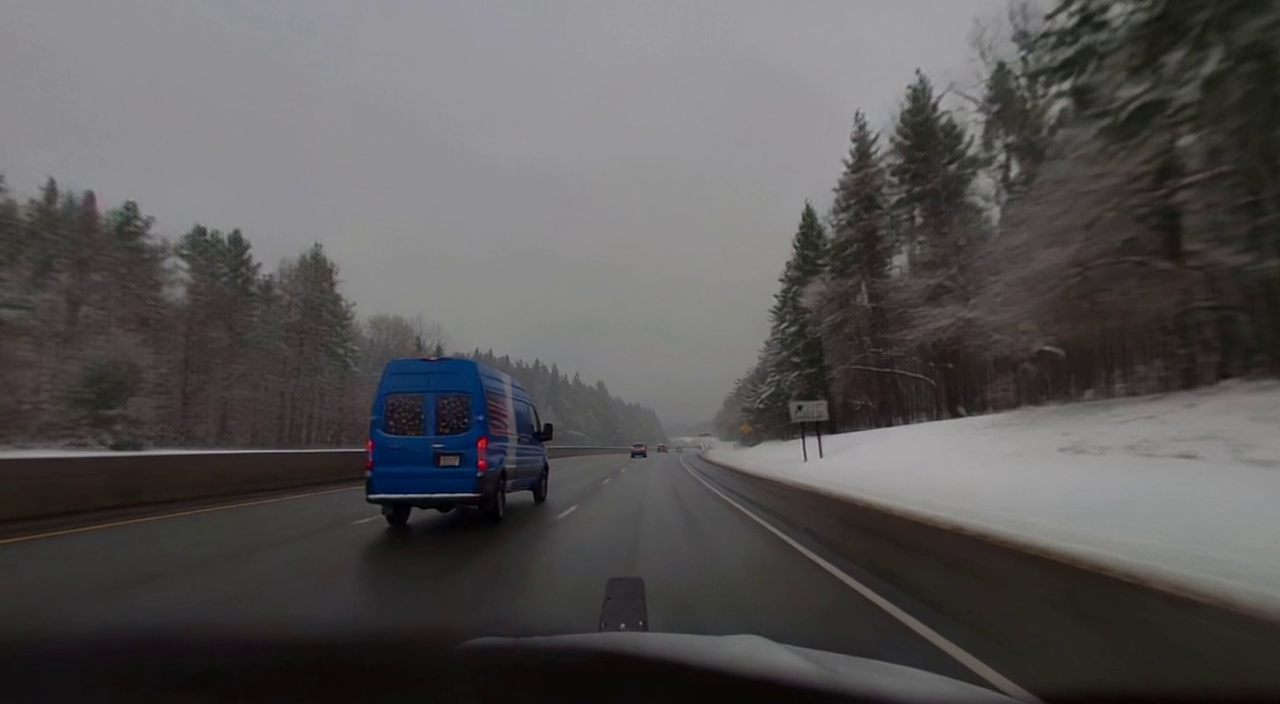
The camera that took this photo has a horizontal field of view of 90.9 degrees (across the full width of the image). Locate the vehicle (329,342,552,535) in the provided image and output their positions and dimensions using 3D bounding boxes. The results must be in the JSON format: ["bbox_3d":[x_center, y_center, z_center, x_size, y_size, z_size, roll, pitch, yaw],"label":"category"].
[{"bbox_3d":[-3.372,1.679,12.296,2.319,2.883,5.632,0,-8,1],"label":"vehicle"}]
